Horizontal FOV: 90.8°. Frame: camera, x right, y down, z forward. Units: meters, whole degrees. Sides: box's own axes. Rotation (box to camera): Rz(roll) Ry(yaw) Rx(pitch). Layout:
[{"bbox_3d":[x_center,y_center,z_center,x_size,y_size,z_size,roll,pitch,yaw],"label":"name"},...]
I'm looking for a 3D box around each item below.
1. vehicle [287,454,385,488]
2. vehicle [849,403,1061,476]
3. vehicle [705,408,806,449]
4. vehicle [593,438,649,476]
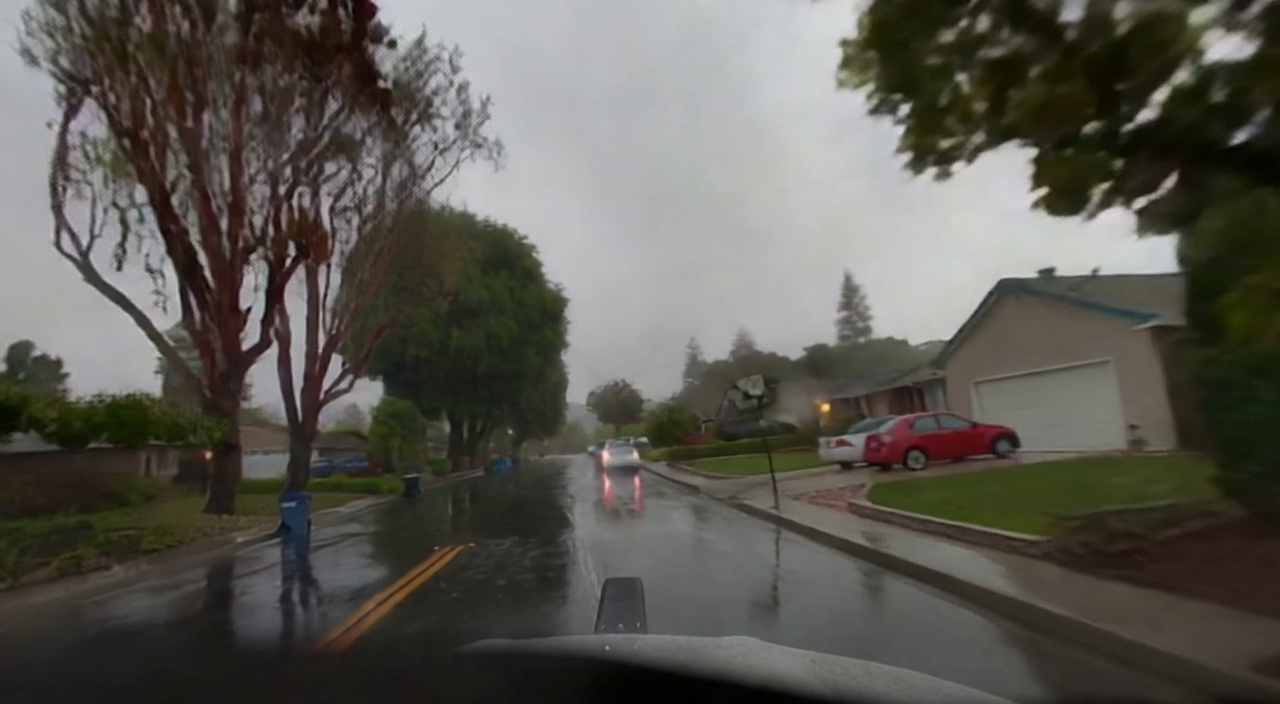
[{"bbox_3d":[-17.189,6.740,35.932,4.511,1.809,2.018,0,-9,-5],"label":"vehicle"},{"bbox_3d":[7.771,2.202,15.869,4.230,1.666,1.978,0,-9,-5],"label":"vehicle"},{"bbox_3d":[6.150,4.147,34.055,4.861,1.911,2.181,0,-14,-5],"label":"vehicle"},{"bbox_3d":[-0.947,4.670,28.141,2.009,1.506,4.698,1,-9,-7],"label":"vehicle"}]
